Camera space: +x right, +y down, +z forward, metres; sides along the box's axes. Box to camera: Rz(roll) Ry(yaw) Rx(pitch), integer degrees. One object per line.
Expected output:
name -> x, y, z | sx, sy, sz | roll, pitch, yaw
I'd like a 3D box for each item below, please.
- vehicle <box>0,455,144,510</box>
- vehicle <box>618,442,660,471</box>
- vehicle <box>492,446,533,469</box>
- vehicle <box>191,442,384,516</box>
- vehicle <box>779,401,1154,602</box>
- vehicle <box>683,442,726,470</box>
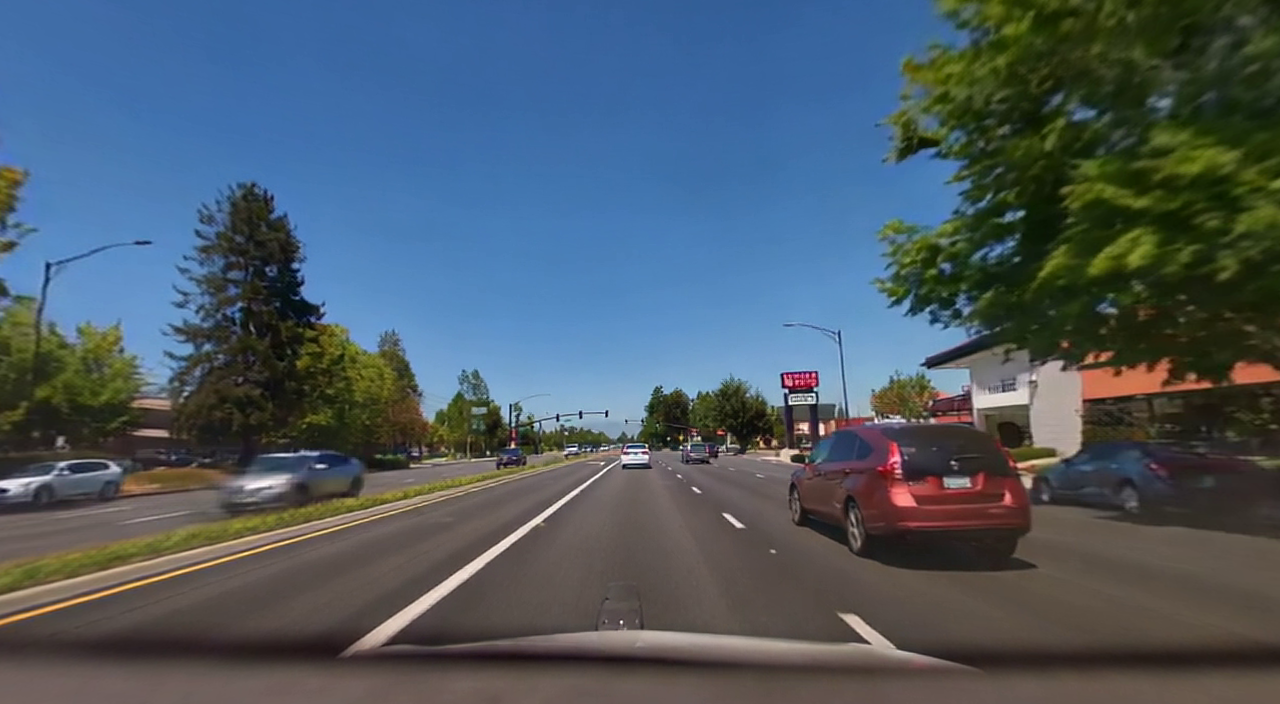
vehicle -> -20.055, 4.344, 21.553 | 2.201, 1.561, 5.095 | 0, -8, -2
vehicle -> -0.066, 5.638, 34.421 | 2.135, 1.468, 4.076 | 0, -8, 0
vehicle -> -8.604, 7.105, 42.900 | 1.862, 1.446, 4.333 | 0, -8, 1
vehicle -> -8.220, 2.960, 15.369 | 2.062, 1.499, 4.528 | 0, -8, 1
vehicle -> 3.182, 1.552, 7.440 | 2.022, 1.643, 4.326 | 0, -8, -1
vehicle -> 3.520, 5.741, 35.077 | 1.889, 1.473, 4.303 | 0, -8, -1
